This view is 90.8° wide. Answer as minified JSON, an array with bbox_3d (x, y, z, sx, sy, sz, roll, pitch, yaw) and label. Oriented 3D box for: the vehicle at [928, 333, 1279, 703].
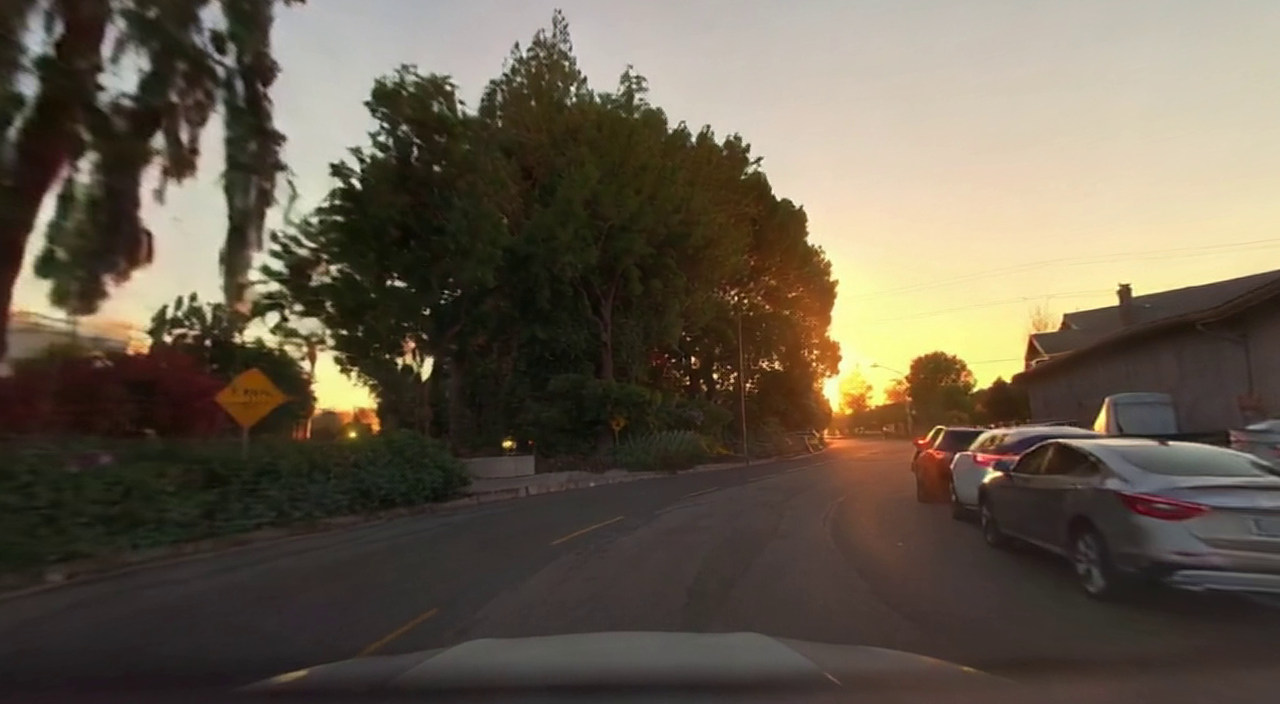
[{"bbox_3d":[4.288,1.147,5.311,2.168,1.846,4.794,-1,-8,10],"label":"vehicle"}]
